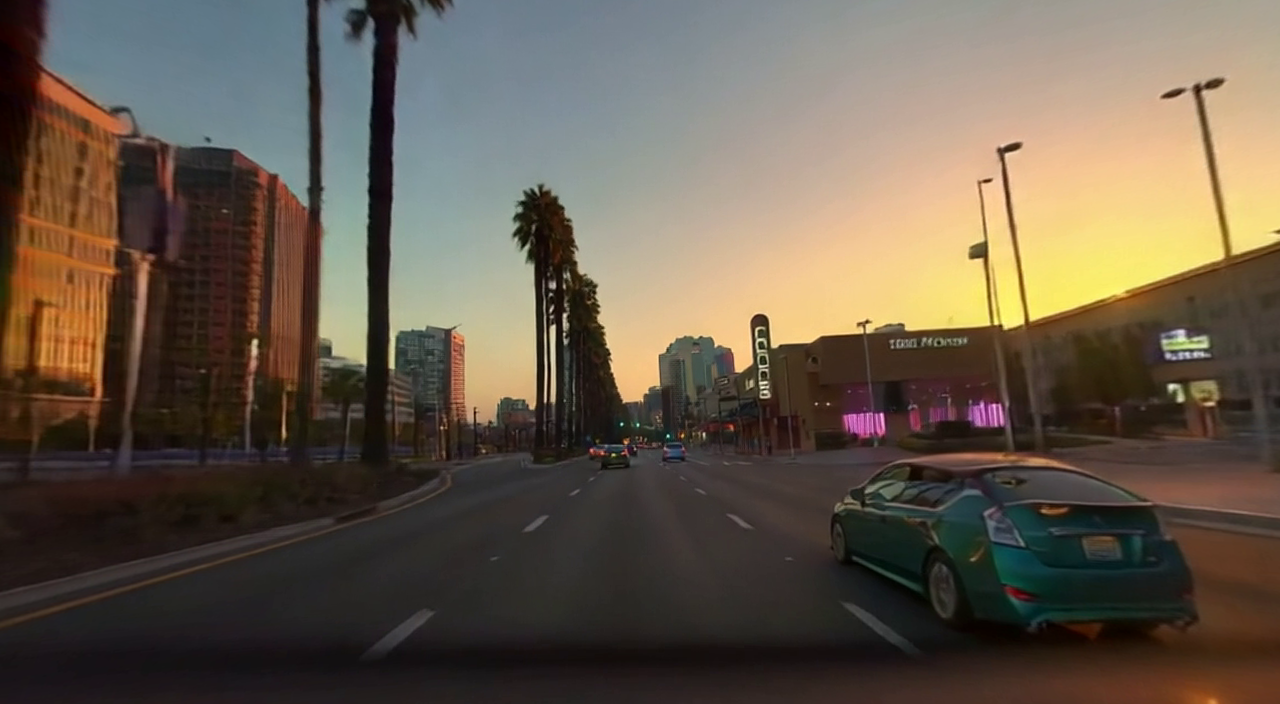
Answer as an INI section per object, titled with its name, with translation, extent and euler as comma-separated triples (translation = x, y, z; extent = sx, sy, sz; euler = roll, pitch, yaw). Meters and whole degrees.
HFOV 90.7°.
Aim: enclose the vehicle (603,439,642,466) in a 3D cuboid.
[vehicle]
translation = -1.061, 6.367, 40.194
extent = 2.160, 1.615, 4.117
euler = -1, -8, 3
